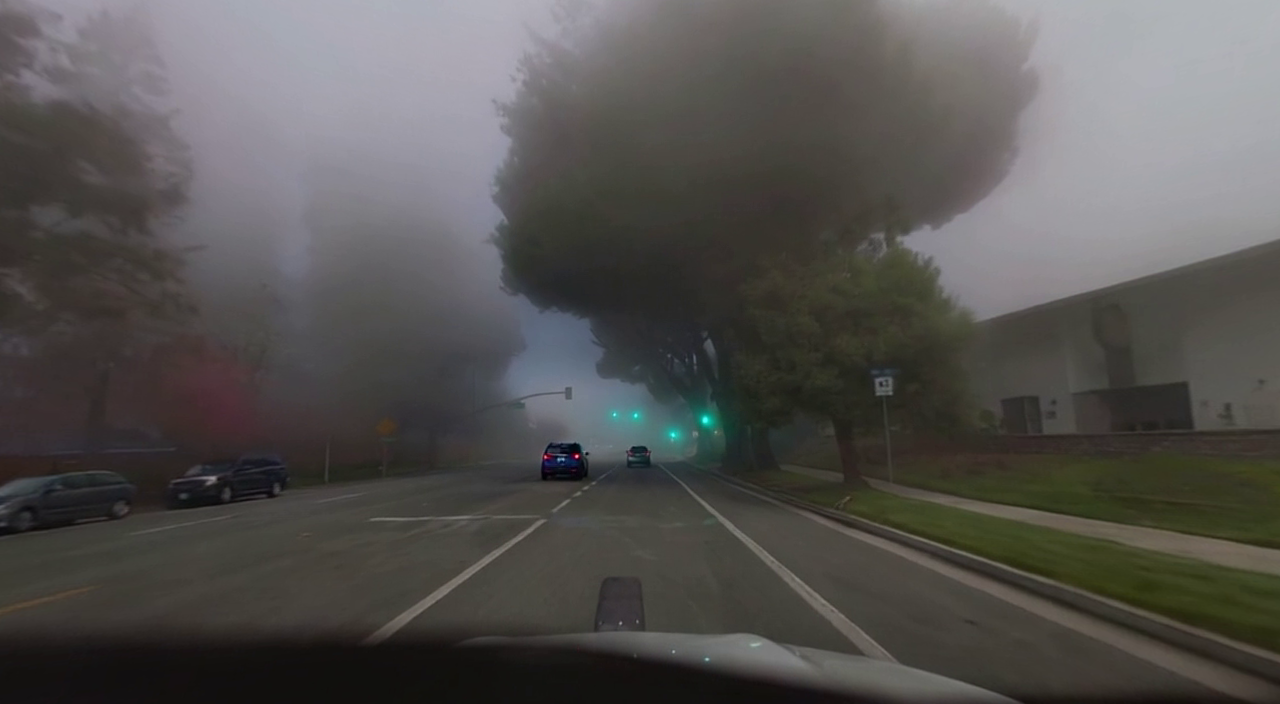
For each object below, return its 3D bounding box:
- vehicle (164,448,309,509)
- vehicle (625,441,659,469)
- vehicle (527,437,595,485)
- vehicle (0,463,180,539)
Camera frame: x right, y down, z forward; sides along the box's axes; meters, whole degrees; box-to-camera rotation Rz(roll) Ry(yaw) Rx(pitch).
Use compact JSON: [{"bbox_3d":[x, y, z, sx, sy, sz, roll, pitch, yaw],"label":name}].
[{"bbox_3d":[-14.073,4.399,22.482,1.996,1.886,4.692,0,-9,0],"label":"vehicle"},{"bbox_3d":[0.056,6.731,41.495,2.088,1.735,4.801,0,-9,-1],"label":"vehicle"},{"bbox_3d":[-3.075,4.374,25.662,2.097,1.755,4.336,0,-9,1],"label":"vehicle"},{"bbox_3d":[-14.267,3.592,15.848,1.880,1.476,4.715,0,-9,0],"label":"vehicle"}]
